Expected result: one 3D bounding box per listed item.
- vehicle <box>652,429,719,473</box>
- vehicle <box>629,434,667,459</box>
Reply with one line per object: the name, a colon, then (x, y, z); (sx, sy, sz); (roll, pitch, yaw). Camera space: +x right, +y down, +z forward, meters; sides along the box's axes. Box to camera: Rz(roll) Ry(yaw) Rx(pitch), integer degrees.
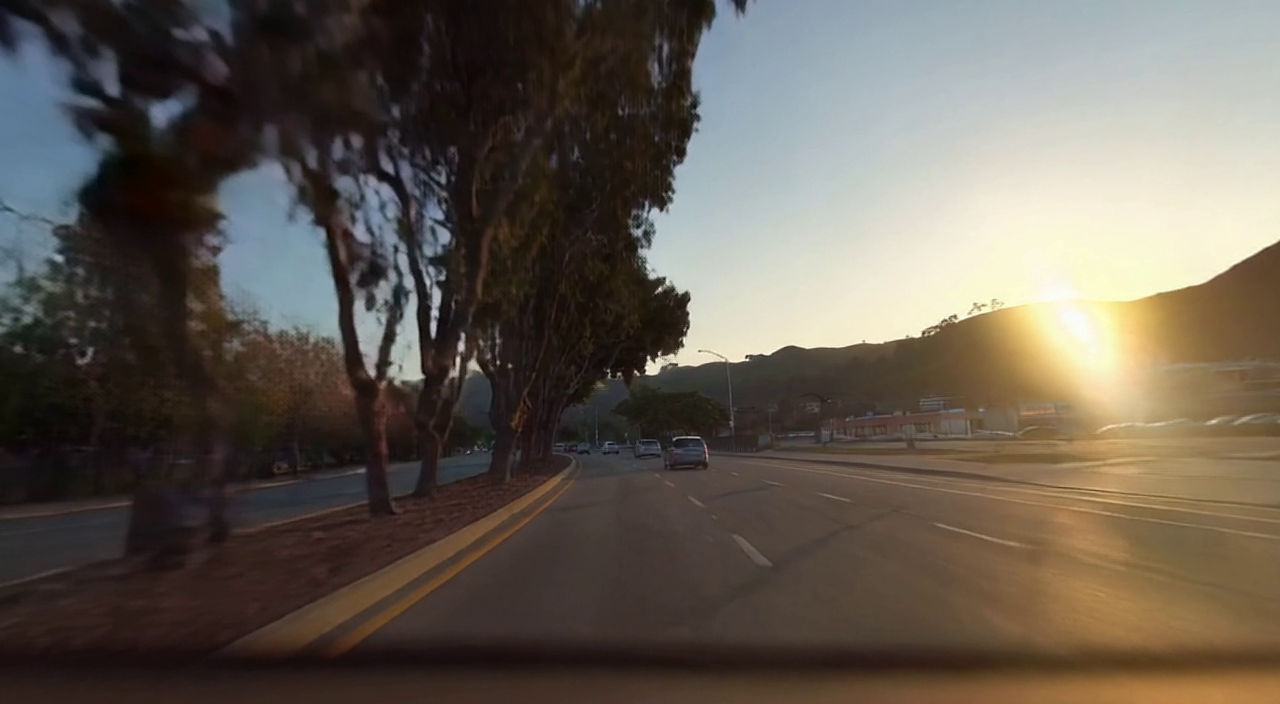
vehicle: (1.880, 4.294, 27.460); (2.253, 1.756, 4.313); (1, -8, -4)
vehicle: (0.547, 7.255, 48.313); (2.210, 1.788, 4.293); (1, -8, -8)
